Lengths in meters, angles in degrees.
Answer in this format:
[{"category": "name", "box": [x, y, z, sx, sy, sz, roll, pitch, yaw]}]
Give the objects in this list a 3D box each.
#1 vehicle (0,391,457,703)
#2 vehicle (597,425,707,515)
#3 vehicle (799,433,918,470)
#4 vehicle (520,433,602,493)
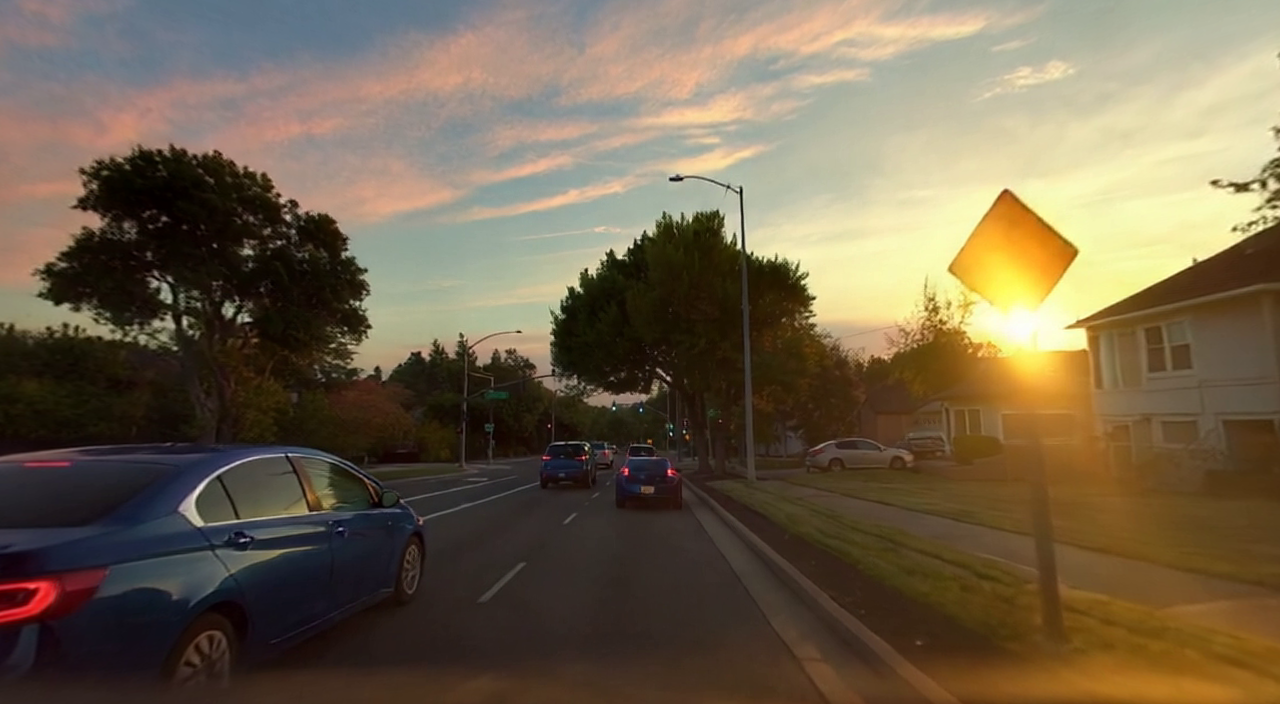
[{"category": "vehicle", "box": [-2.837, 1.138, 3.731, 1.968, 1.472, 4.685, 0, -8, 2]}, {"category": "vehicle", "box": [0.244, 2.574, 14.195, 2.120, 1.718, 3.909, 0, -8, 0]}, {"category": "vehicle", "box": [9.360, 4.309, 27.287, 4.456, 1.504, 1.914, 0, -8, 1]}, {"category": "vehicle", "box": [-2.437, 3.548, 20.538, 2.000, 1.737, 4.133, 0, -8, 2]}]
